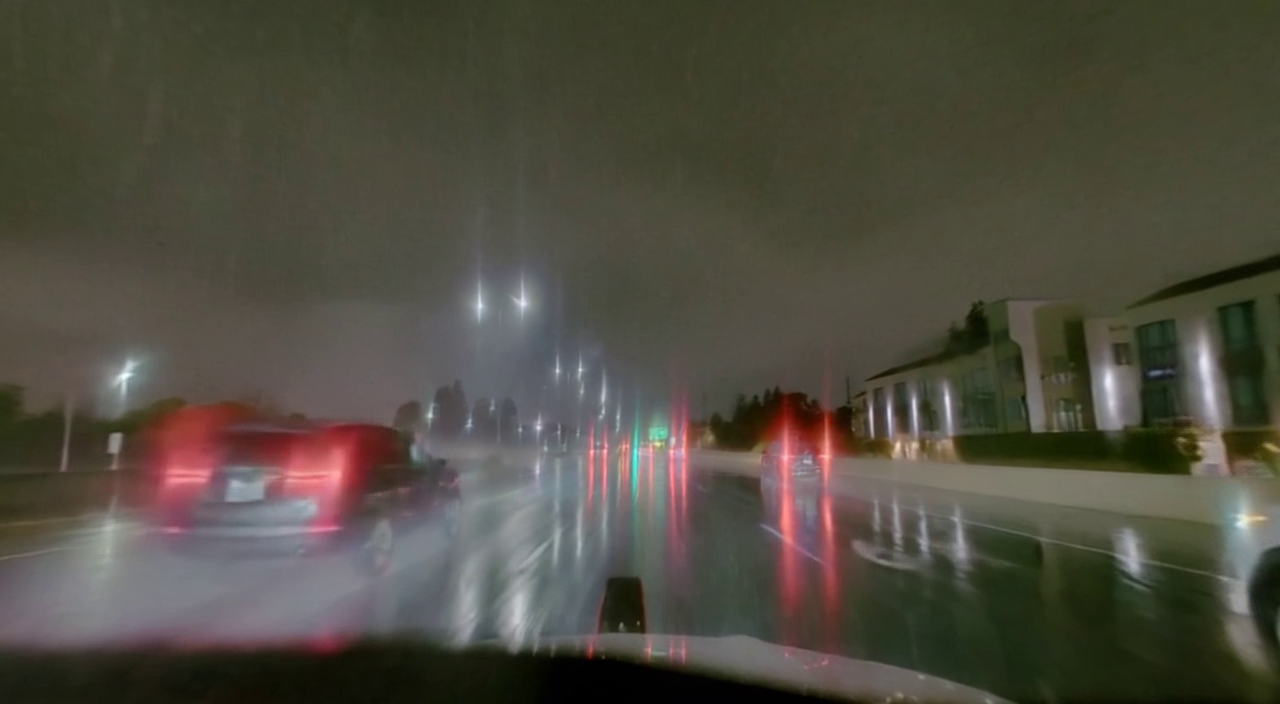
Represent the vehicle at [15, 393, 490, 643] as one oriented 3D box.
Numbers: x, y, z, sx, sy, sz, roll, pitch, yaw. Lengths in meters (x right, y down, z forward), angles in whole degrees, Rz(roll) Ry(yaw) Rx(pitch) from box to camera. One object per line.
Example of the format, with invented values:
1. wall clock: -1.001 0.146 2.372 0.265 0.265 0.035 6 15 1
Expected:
1. vehicle: -3.275 1.519 6.837 2.075 1.721 4.763 0 -9 1
